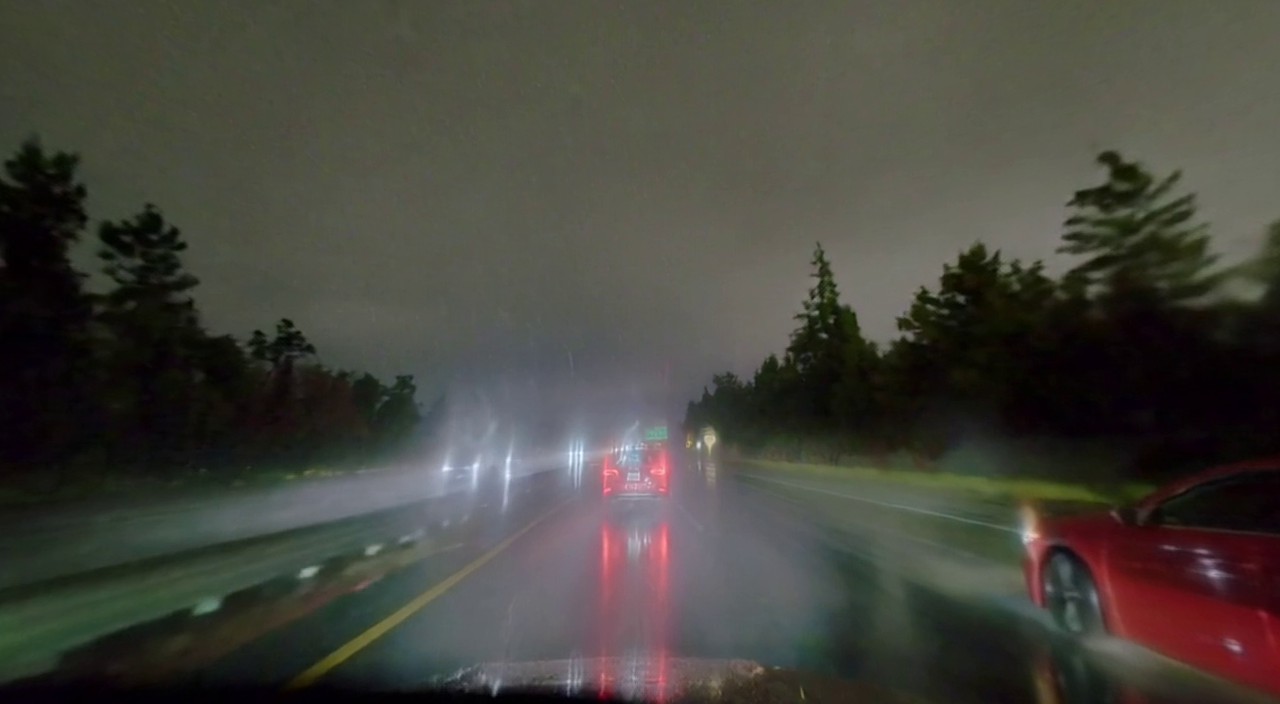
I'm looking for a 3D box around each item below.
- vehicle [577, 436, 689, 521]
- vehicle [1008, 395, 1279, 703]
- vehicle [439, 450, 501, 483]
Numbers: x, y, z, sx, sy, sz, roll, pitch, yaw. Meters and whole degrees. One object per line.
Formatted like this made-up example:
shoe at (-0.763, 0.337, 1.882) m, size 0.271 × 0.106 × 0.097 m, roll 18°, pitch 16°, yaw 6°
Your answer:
vehicle at (-0.163, 2.698, 13.911) m, size 2.083 × 1.548 × 4.251 m, roll 0°, pitch -9°, yaw -1°
vehicle at (3.804, 0.928, 2.549) m, size 2.021 × 1.533 × 4.014 m, roll 0°, pitch -9°, yaw -2°
vehicle at (-8.787, 5.929, 32.709) m, size 1.913 × 1.557 × 4.185 m, roll -1°, pitch -9°, yaw 3°
